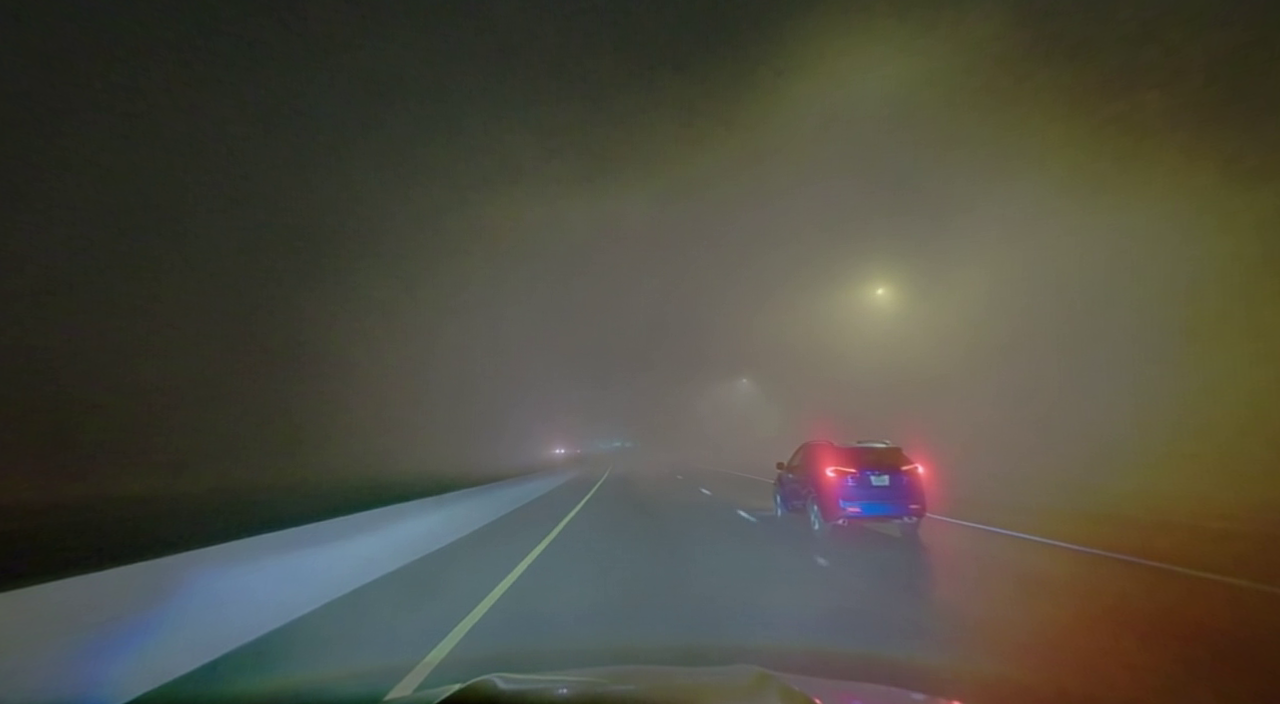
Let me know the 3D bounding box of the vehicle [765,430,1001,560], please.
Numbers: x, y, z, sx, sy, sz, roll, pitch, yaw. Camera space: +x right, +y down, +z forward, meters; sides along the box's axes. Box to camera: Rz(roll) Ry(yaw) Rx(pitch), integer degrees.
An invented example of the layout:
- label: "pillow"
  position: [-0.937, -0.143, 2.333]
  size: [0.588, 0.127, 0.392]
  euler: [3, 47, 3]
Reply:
- label: "vehicle"
  position: [3.485, 2.135, 10.067]
  size: [2.002, 1.604, 4.265]
  euler: [0, -9, -1]
